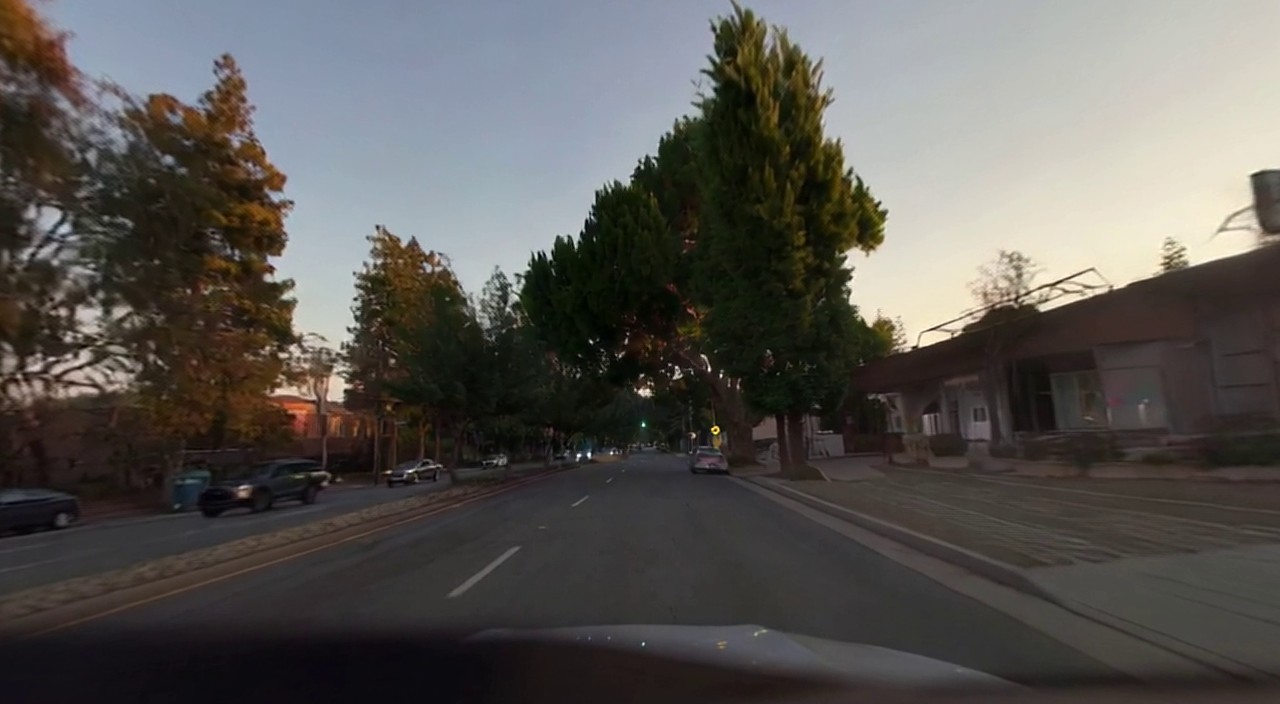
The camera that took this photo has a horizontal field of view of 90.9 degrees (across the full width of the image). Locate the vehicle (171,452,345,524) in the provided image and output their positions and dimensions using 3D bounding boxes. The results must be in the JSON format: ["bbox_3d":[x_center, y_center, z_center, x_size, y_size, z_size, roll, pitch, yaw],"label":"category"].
[{"bbox_3d":[-11.125,3.936,18.902,2.079,1.812,4.757,0,-9,2],"label":"vehicle"}]

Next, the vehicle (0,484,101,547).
[{"bbox_3d":[-17.808,4.480,17.115,1.902,1.484,4.908,-1,-9,2],"label":"vehicle"}]

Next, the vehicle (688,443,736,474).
[{"bbox_3d":[3.772,5.677,33.765,2.041,1.523,4.281,0,-9,0],"label":"vehicle"}]

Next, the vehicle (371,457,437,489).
[{"bbox_3d":[-13.718,7.046,36.978,1.915,1.505,4.726,-4,-9,3],"label":"vehicle"}]
